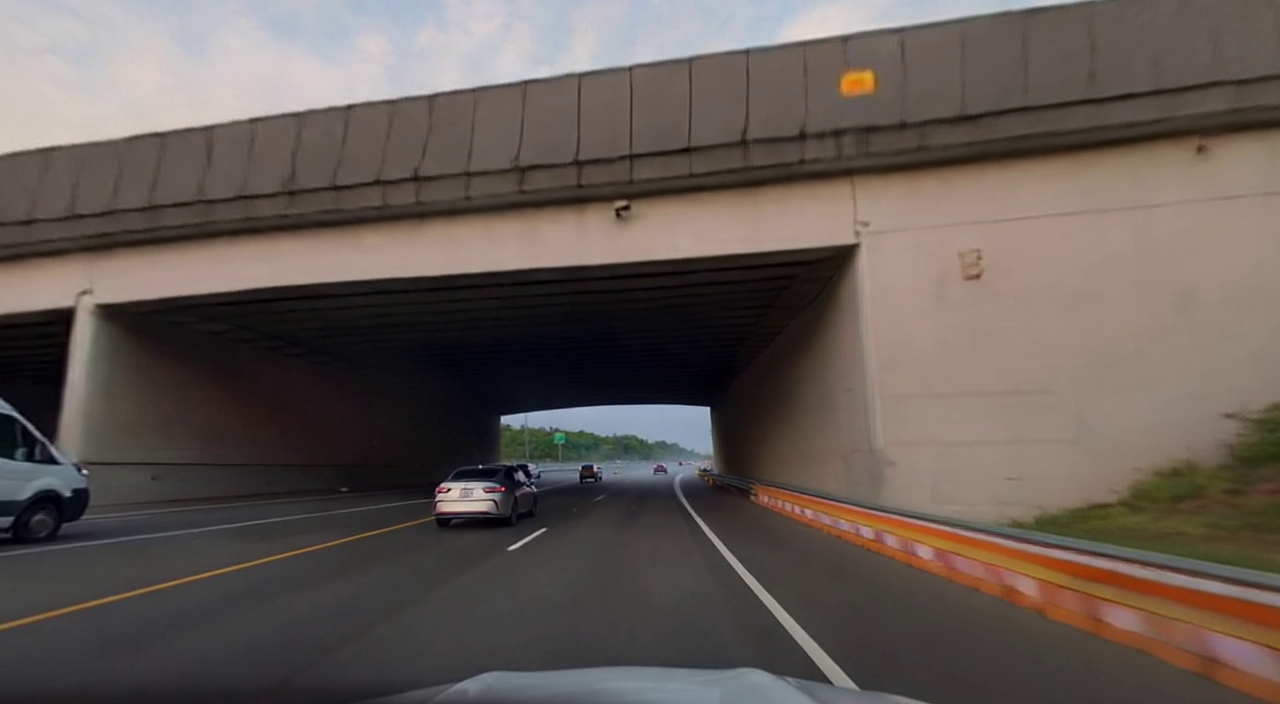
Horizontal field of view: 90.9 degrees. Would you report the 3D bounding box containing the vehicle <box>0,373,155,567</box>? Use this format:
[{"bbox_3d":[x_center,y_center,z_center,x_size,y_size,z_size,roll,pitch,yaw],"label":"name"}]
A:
[{"bbox_3d":[-9.883,1.417,7.649,2.310,2.576,6.321,-1,-10,7],"label":"vehicle"}]

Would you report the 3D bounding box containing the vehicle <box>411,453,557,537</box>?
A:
[{"bbox_3d":[-3.078,2.931,13.296,1.992,1.466,3.690,0,-10,2],"label":"vehicle"}]
